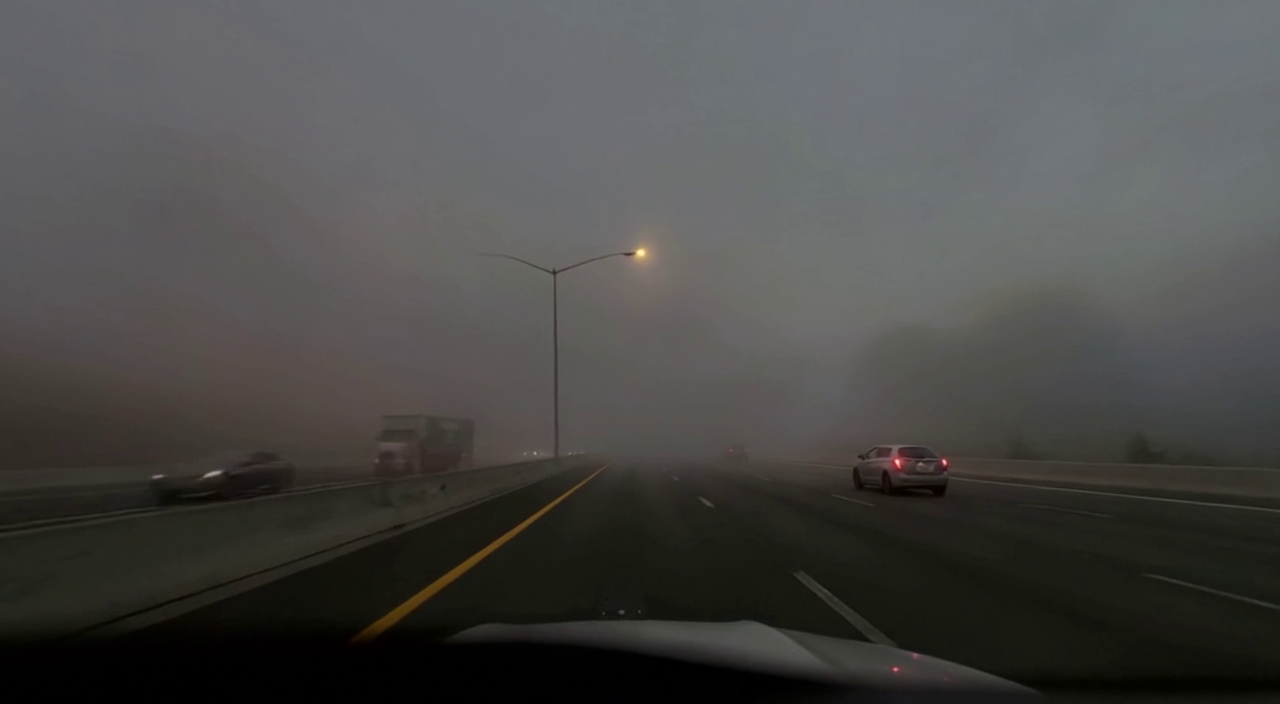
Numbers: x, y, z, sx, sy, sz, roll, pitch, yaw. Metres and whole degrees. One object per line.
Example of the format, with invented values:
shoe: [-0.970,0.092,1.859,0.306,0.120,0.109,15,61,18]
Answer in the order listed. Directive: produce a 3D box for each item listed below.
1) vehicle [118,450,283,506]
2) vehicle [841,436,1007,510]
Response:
vehicle: [-13.564,3.870,19.922,1.911,1.500,4.555,0,-9,0]
vehicle: [6.797,2.924,15.808,1.901,1.548,4.684,0,-9,-1]
